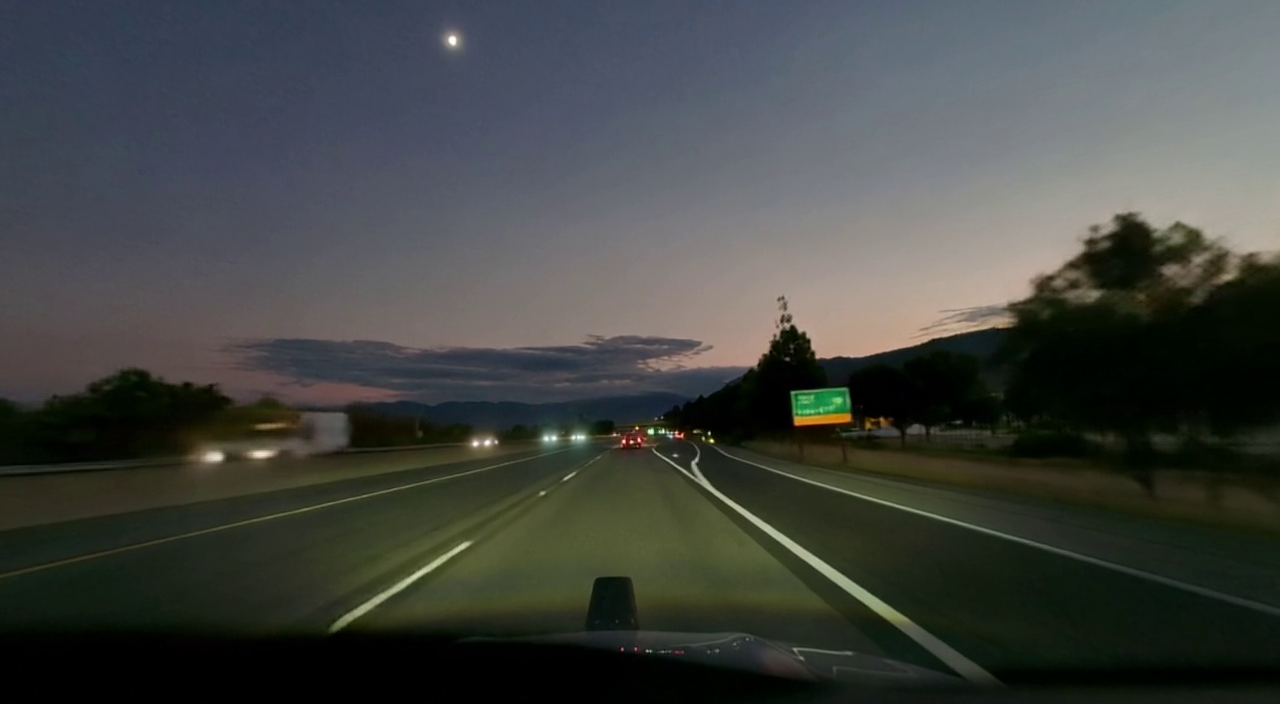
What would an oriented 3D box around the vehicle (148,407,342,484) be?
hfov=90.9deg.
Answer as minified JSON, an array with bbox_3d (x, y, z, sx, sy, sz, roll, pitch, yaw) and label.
[{"bbox_3d":[-13.083,3.165,21.662,2.624,2.225,6.259,0,-8,-1],"label":"vehicle"}]
